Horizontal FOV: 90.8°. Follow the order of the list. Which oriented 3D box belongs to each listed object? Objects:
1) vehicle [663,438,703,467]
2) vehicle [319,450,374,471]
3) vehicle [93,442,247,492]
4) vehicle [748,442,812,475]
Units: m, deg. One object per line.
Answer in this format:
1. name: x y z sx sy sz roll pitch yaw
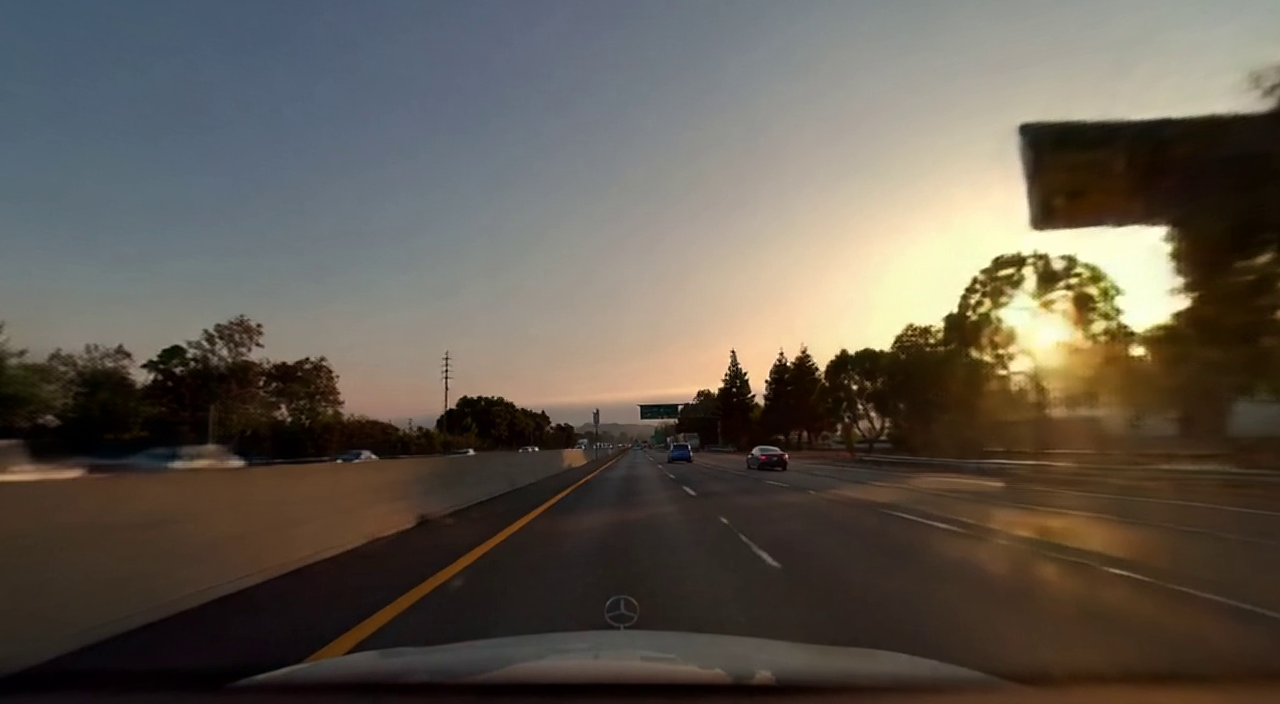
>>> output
1. vehicle: 2.847 6.824 43.097 2.258 1.824 4.908 0 -9 -1
2. vehicle: -22.560 8.345 48.743 1.912 1.513 5.034 0 -9 -1
3. vehicle: -18.643 4.567 25.512 2.113 1.784 5.421 0 -9 -1
4. vehicle: 6.567 5.044 30.133 2.009 1.456 4.097 0 -9 -1
